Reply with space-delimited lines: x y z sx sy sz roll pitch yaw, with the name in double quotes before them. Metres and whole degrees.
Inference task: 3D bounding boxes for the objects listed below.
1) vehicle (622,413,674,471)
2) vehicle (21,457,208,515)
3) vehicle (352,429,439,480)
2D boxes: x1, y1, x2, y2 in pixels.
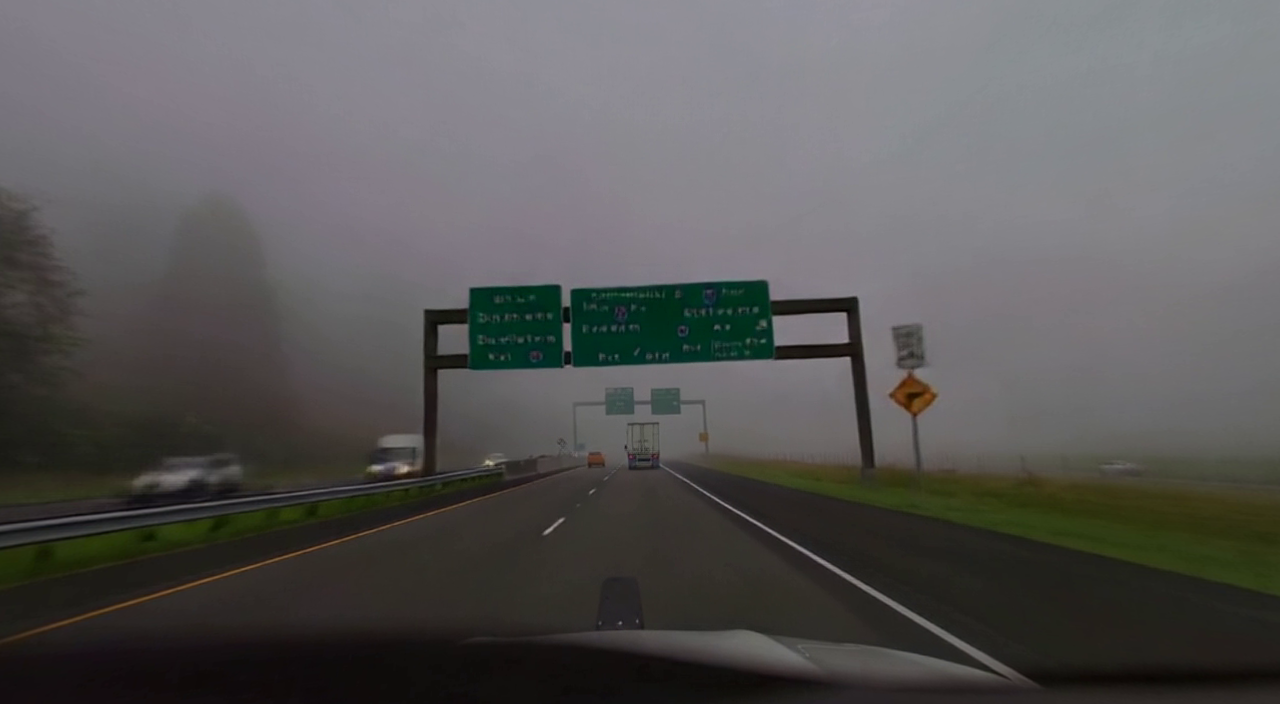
"vehicle" 0.326 7.233 49.883 3.341 3.725 18.015 0 -9 -1
"vehicle" -15.402 3.911 18.899 1.788 1.457 4.431 0 -9 0
"vehicle" -12.583 5.352 32.998 2.240 2.396 5.777 0 -9 0
